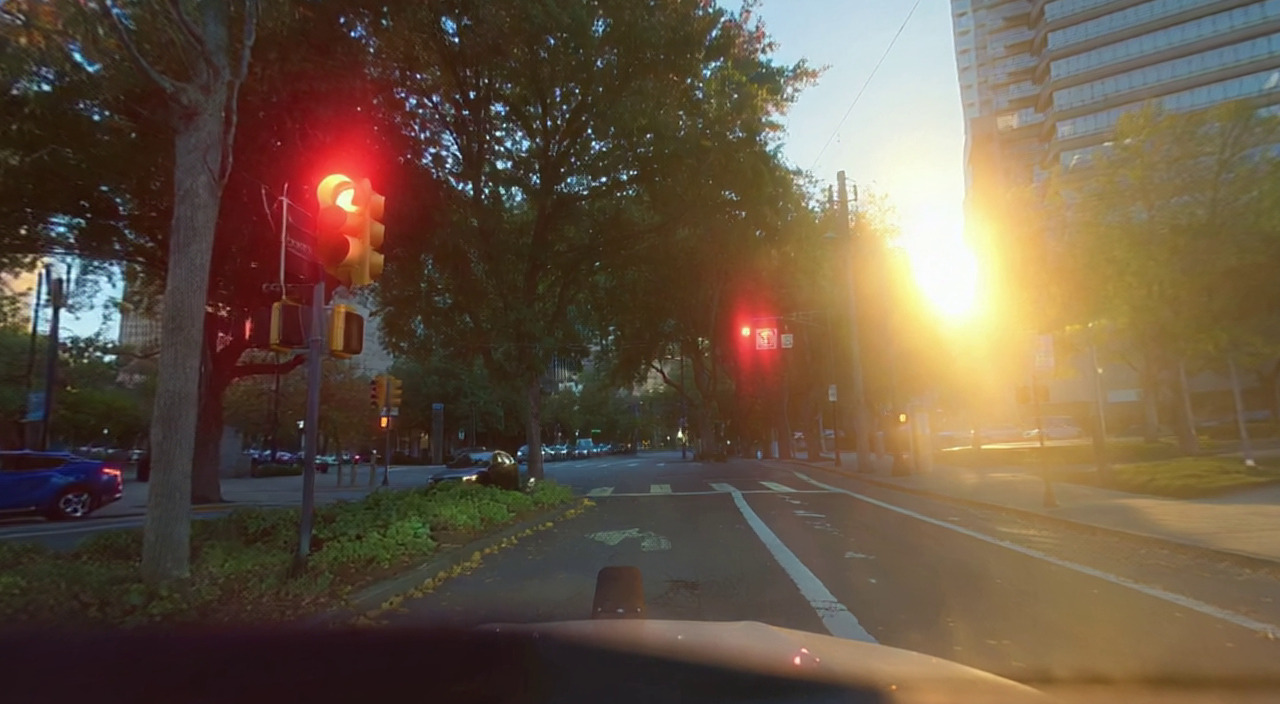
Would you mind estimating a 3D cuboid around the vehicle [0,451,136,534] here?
[{"bbox_3d":[-12.858,2.713,12.275,4.598,1.490,1.816,7,-11,-40],"label":"vehicle"}]

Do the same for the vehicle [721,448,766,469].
[{"bbox_3d":[7.861,8.122,48.419,1.829,1.440,4.384,2,-9,-14],"label":"vehicle"}]
